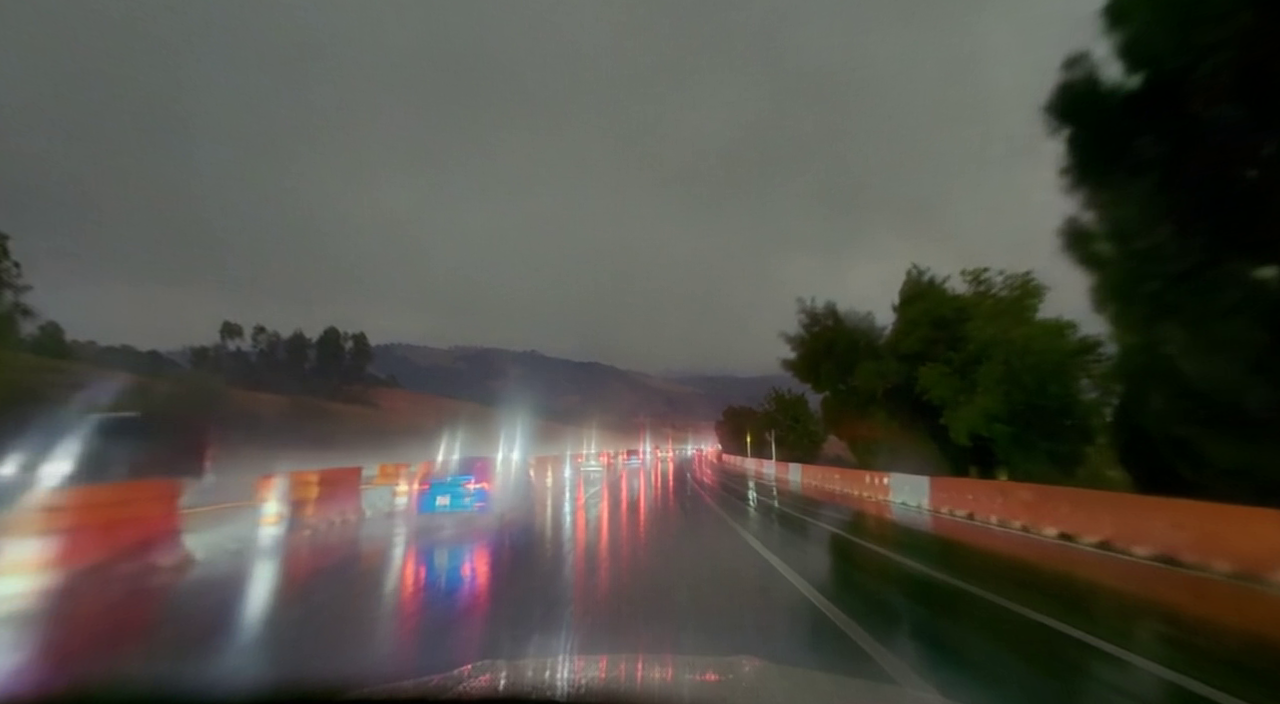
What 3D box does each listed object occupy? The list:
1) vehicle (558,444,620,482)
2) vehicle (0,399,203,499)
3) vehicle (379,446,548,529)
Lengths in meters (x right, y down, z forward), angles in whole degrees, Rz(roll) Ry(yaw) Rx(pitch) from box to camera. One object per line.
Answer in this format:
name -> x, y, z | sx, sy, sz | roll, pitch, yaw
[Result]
vehicle -> -2.088, 4.747, 27.139 | 2.094, 1.480, 4.124 | -1, -9, 3
vehicle -> -17.012, 2.966, 19.374 | 2.367, 2.544, 6.211 | -1, -9, 3
vehicle -> -3.161, 2.514, 12.256 | 2.061, 1.330, 3.928 | 0, -9, 1
